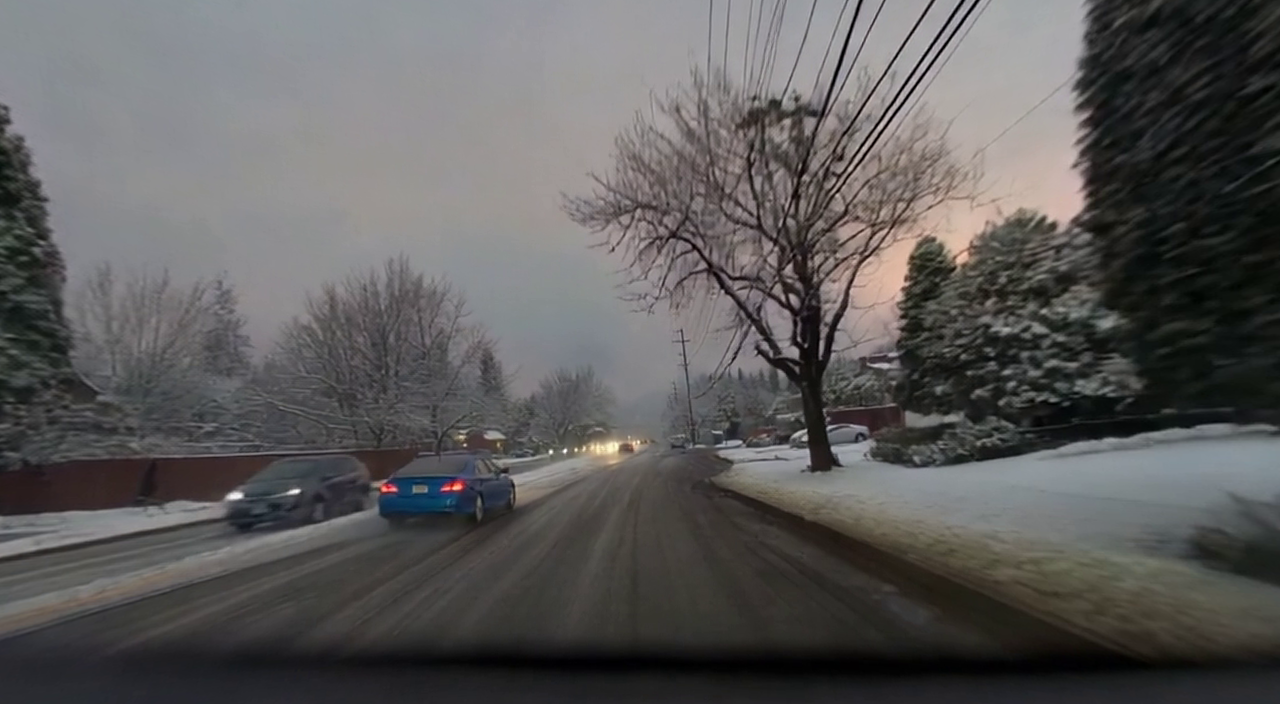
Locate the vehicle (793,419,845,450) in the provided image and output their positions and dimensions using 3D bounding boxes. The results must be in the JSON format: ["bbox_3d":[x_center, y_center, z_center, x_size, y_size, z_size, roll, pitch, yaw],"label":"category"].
[{"bbox_3d":[11.518,5.414,41.059,2.121,1.799,5.124,-3,-8,3],"label":"vehicle"}]

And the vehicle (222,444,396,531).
[{"bbox_3d":[-7.457,3.024,14.765,1.950,1.670,3.926,0,-8,0],"label":"vehicle"}]

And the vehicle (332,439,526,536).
[{"bbox_3d":[-3.711,2.443,12.200,2.041,1.471,4.602,-1,-8,2],"label":"vehicle"}]
